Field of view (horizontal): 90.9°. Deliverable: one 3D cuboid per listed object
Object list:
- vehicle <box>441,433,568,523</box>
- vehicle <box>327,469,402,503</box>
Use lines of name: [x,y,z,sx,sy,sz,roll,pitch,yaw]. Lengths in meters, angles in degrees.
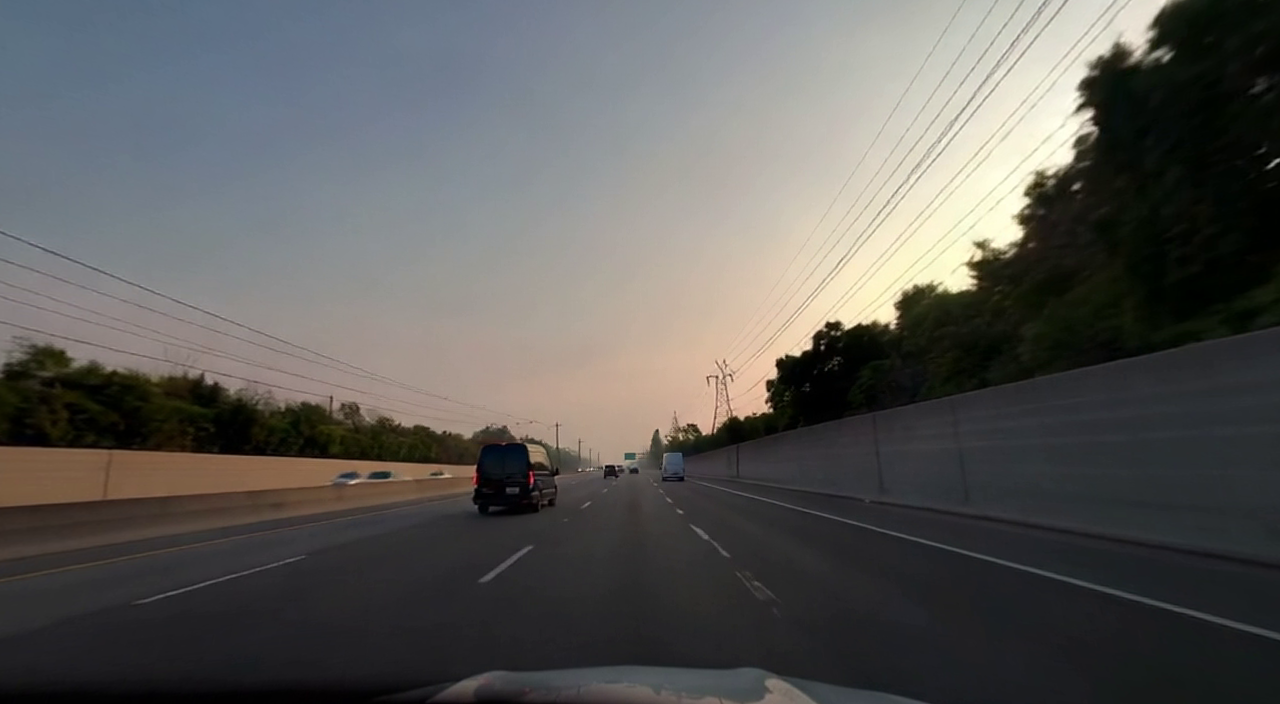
vehicle: [-3.369,3.313,16.798,2.324,2.008,4.654,1,-11,0]
vehicle: [-13.600,6.626,31.359,1.847,1.490,4.151,1,-11,-1]
